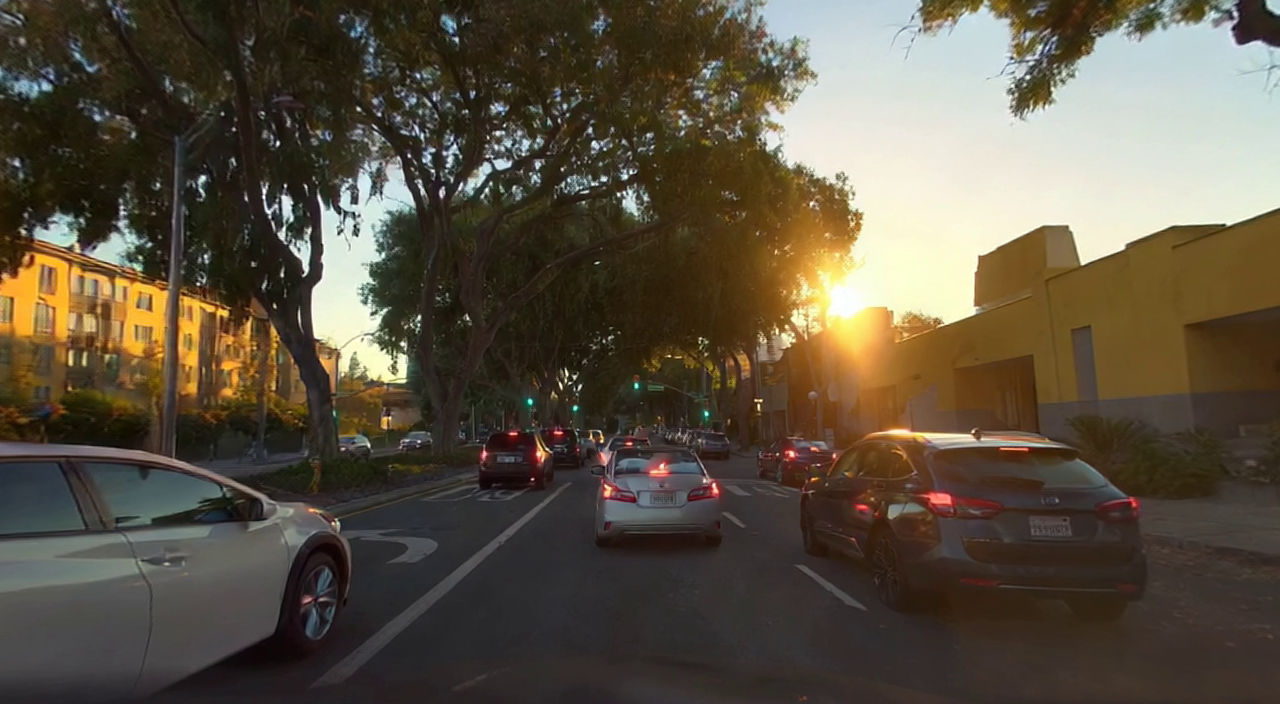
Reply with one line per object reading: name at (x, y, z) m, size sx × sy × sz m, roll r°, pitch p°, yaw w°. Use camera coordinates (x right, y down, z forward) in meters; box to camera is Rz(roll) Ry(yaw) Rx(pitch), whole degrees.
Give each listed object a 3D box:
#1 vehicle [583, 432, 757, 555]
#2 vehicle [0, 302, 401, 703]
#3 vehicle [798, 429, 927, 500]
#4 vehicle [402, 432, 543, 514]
vehicle at (0.270, 1.991, 9.574) m, size 2.095 × 1.438 × 3.843 m, roll 0°, pitch -9°, yaw -3°
vehicle at (-3.269, 0.932, 3.398) m, size 2.152 × 1.802 × 4.628 m, roll 0°, pitch -9°, yaw 0°
vehicle at (6.335, 3.251, 18.661) m, size 2.025 × 1.808 × 4.579 m, roll 0°, pitch -9°, yaw -2°
vehicle at (-3.508, 2.616, 14.204) m, size 1.901 × 1.522 × 4.556 m, roll 0°, pitch -9°, yaw 0°
